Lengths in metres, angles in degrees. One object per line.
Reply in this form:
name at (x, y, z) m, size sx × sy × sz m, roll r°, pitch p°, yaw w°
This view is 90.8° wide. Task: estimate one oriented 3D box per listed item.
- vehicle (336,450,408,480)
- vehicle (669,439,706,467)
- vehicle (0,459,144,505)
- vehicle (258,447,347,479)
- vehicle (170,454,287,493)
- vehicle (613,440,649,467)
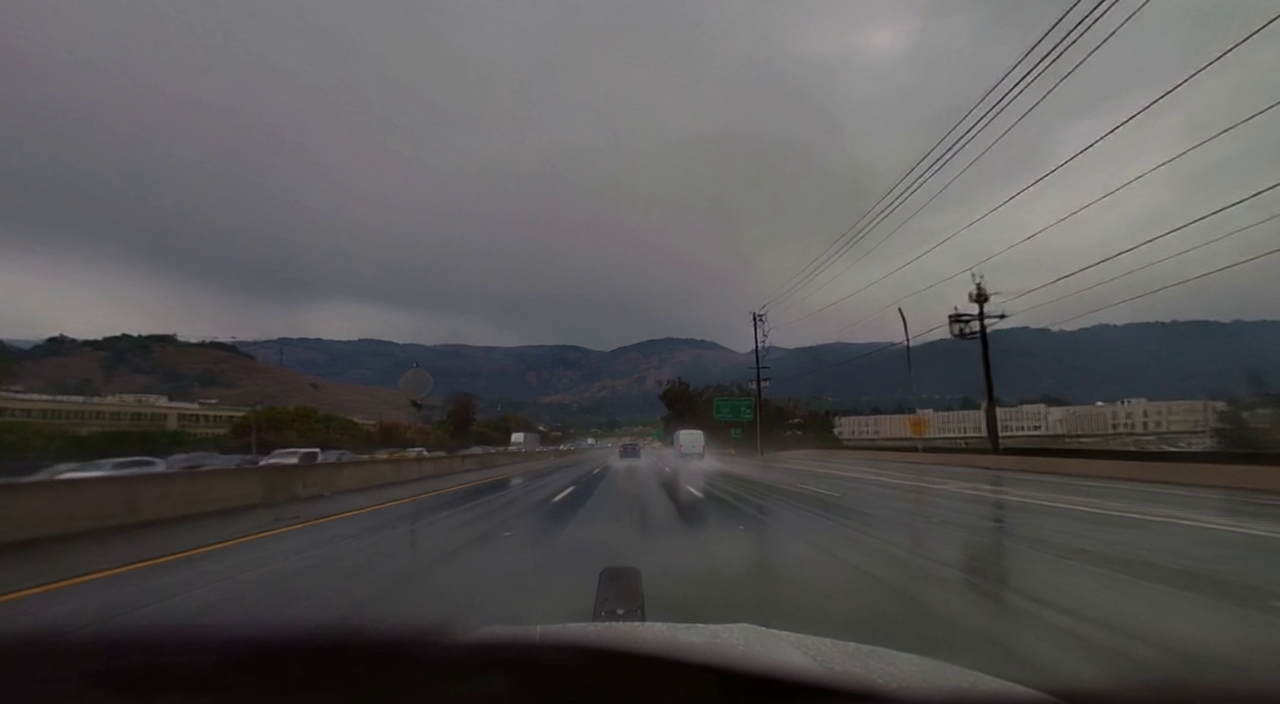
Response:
vehicle at (-14.093, 5.968, 33.540) m, size 1.894 × 1.454 × 4.454 m, roll 0°, pitch -9°, yaw 0°
vehicle at (3.210, 6.931, 43.510) m, size 2.036 × 1.796 × 4.470 m, roll 0°, pitch -9°, yaw -2°
vehicle at (-21.402, 4.810, 23.738) m, size 1.846 × 1.479 × 4.524 m, roll 0°, pitch -9°, yaw -1°
vehicle at (-21.617, 7.115, 40.880) m, size 2.345 × 1.875 × 6.106 m, roll 0°, pitch -9°, yaw 0°
vehicle at (-17.439, 5.121, 27.085) m, size 1.903 × 1.482 × 4.623 m, roll 0°, pitch -9°, yaw 0°
vehicle at (-0.594, 6.896, 42.890) m, size 2.325 × 1.712 × 4.592 m, roll 0°, pitch -9°, yaw -1°
